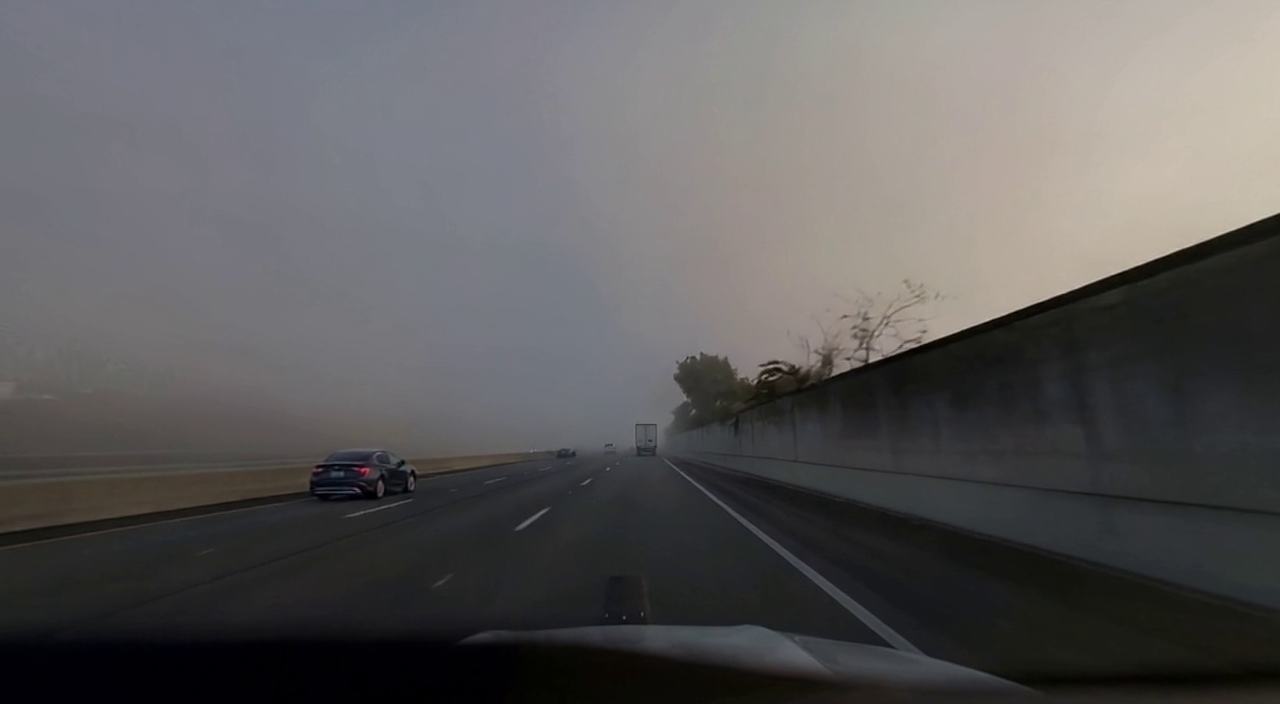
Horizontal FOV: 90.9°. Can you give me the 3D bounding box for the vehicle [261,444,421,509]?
[{"bbox_3d":[-7.659,3.182,16.758,1.979,1.470,4.485,0,-8,1],"label":"vehicle"}]
